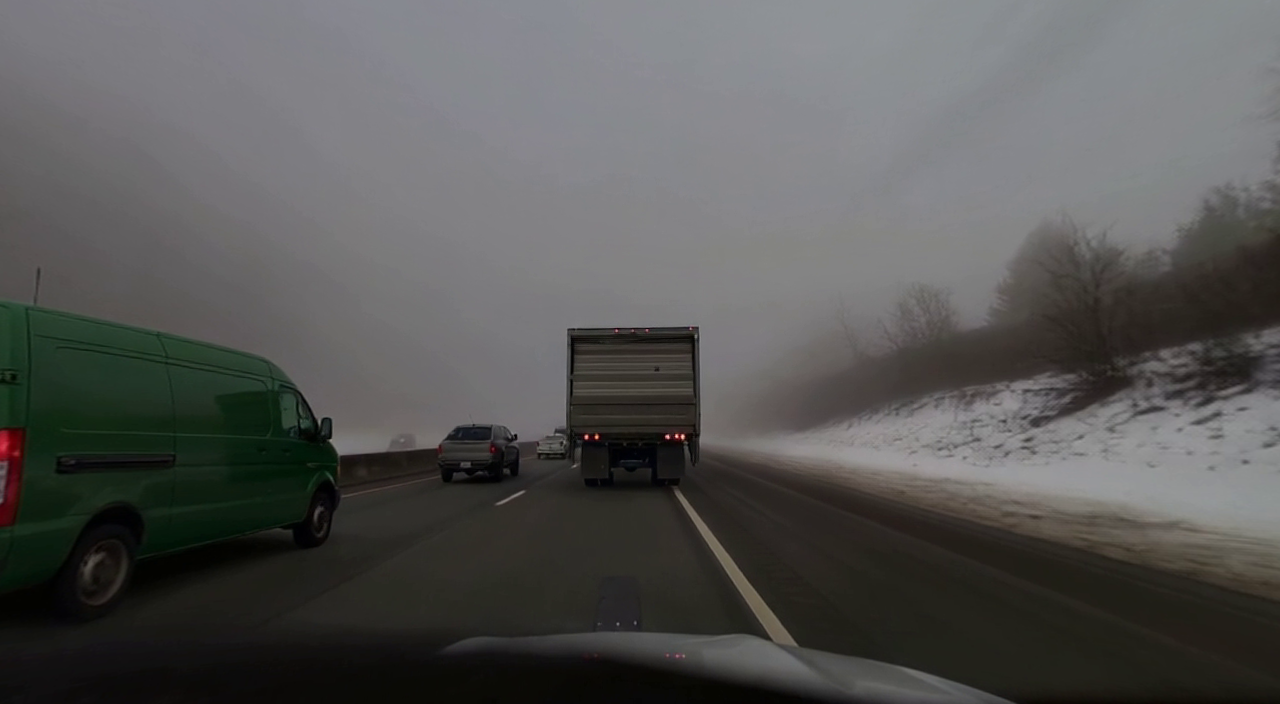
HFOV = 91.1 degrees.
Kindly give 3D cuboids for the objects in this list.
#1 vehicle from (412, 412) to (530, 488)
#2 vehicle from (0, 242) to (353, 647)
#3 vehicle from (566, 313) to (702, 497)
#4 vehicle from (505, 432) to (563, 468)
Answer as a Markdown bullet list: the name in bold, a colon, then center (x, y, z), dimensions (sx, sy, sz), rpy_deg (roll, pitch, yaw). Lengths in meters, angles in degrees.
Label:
- **vehicle**: center (-4.885, 2.916, 19.095), dimensions (2.168, 1.985, 4.952), rpy_deg (0, -8, 0)
- **vehicle**: center (-5.267, 0.860, 6.012), dimensions (2.478, 2.515, 5.438), rpy_deg (0, -8, -1)
- **vehicle**: center (-0.221, 1.805, 18.864), dimensions (2.953, 4.041, 10.072), rpy_deg (0, -8, -1)
- **vehicle**: center (-4.869, 4.521, 29.420), dimensions (1.931, 1.539, 4.441), rpy_deg (0, -8, 0)
